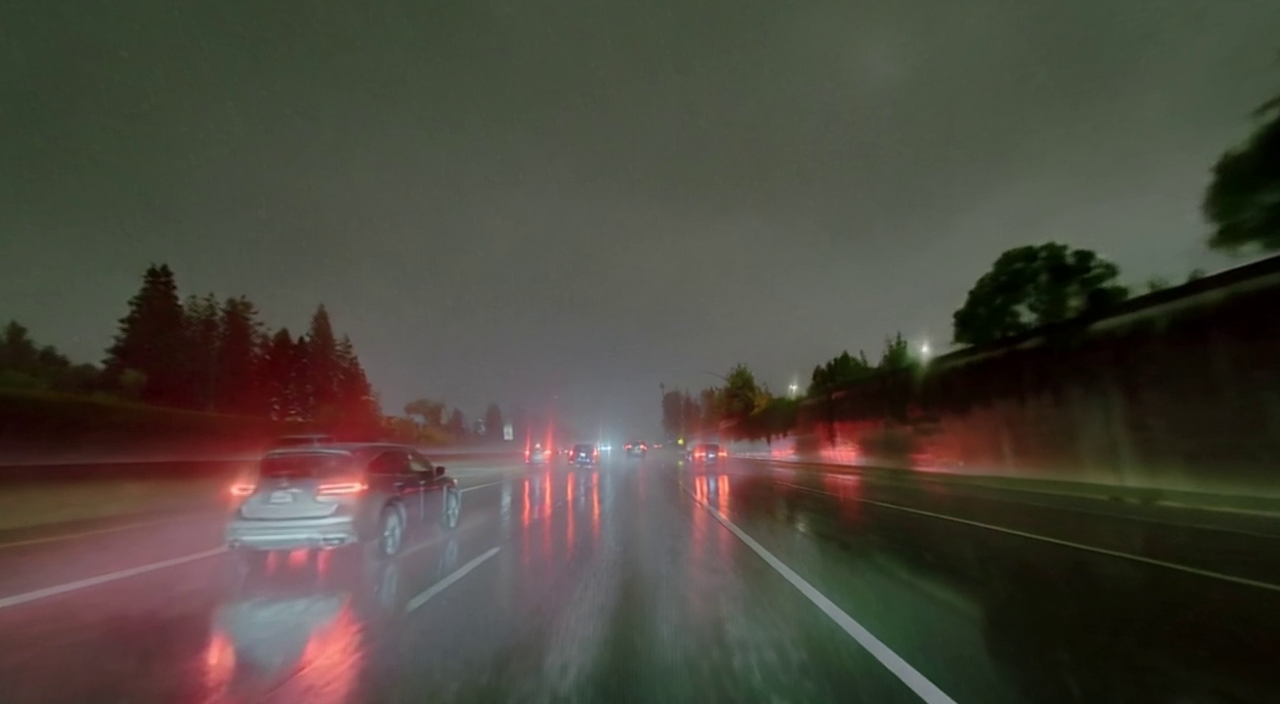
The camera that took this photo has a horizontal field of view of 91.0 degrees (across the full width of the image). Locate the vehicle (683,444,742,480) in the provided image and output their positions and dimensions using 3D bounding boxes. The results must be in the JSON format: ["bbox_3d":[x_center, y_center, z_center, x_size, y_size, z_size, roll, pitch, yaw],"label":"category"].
[{"bbox_3d":[3.259,5.047,29.220,2.141,1.507,4.510,0,-9,0],"label":"vehicle"}]

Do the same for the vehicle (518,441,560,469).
[{"bbox_3d":[-6.923,7.095,43.602,2.111,1.811,4.391,0,-9,0],"label":"vehicle"}]

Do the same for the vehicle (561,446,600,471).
[{"bbox_3d":[-3.717,6.752,39.976,2.071,1.478,4.130,0,-9,1],"label":"vehicle"}]

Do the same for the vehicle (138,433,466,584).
[{"bbox_3d":[-4.023,1.917,8.600,1.988,1.506,4.416,0,-9,0],"label":"vehicle"}]
